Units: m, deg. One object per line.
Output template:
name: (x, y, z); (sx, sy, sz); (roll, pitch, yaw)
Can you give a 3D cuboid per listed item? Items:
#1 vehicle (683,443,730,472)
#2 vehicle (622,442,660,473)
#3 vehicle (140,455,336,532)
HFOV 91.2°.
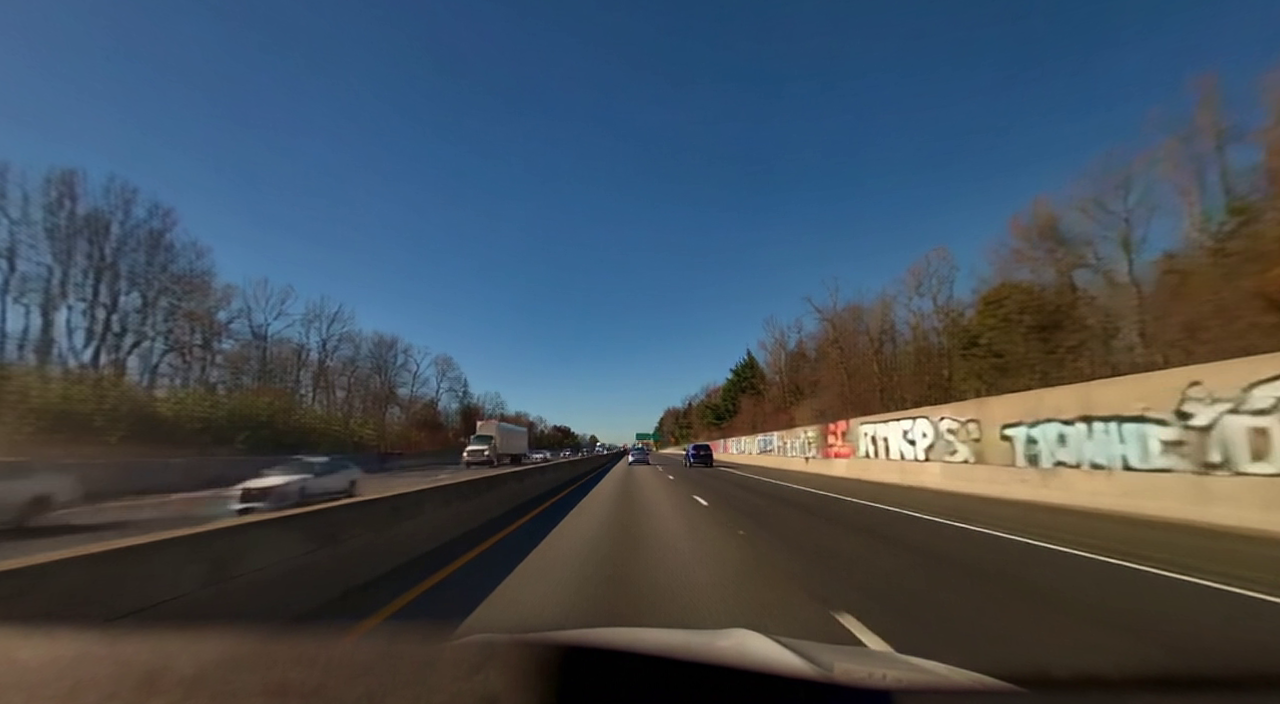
vehicle: (3.865, 6.199, 37.062); (2.303, 1.614, 4.154); (-1, -9, 0)
vehicle: (0.033, 6.273, 37.480); (2.095, 1.671, 4.219); (0, -9, -1)
vehicle: (-9.295, 3.254, 15.051); (1.843, 1.494, 4.347); (0, -9, 0)
